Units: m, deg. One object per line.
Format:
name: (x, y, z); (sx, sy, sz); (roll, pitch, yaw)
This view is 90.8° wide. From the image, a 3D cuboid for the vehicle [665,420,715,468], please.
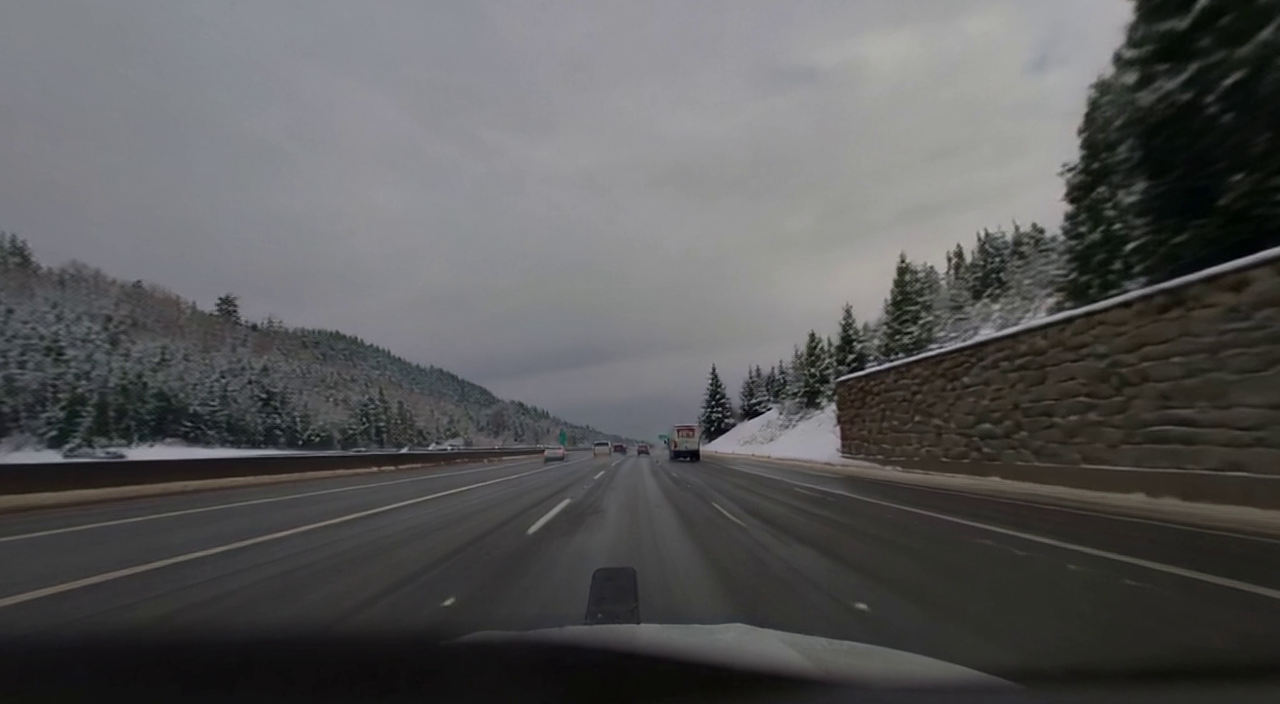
vehicle: (3.520, 6.743, 46.337); (2.795, 3.187, 7.205); (0, -9, -2)
